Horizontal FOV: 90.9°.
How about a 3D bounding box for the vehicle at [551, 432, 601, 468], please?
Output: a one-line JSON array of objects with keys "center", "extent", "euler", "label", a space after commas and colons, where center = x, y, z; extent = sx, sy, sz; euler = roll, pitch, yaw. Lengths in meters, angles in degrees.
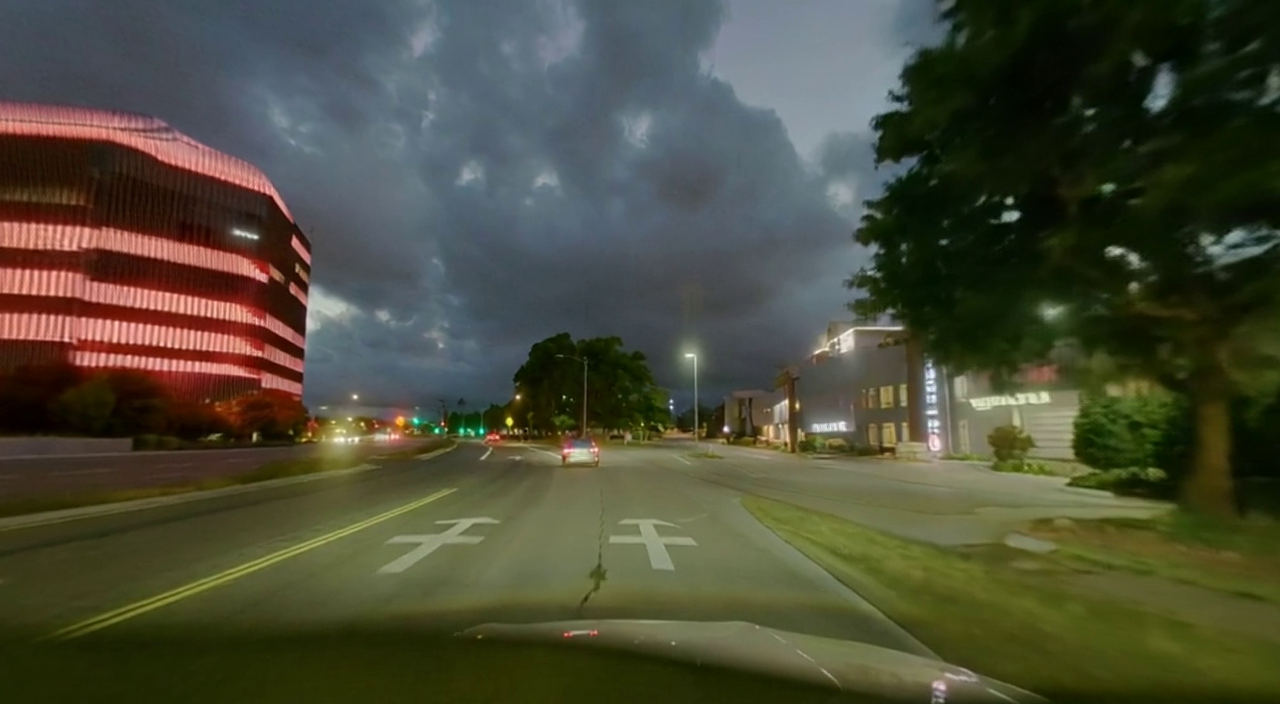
[{"center": [-3.125, 4.697, 30.517], "extent": [2.231, 1.572, 4.227], "euler": [1, -8, -7], "label": "vehicle"}]
